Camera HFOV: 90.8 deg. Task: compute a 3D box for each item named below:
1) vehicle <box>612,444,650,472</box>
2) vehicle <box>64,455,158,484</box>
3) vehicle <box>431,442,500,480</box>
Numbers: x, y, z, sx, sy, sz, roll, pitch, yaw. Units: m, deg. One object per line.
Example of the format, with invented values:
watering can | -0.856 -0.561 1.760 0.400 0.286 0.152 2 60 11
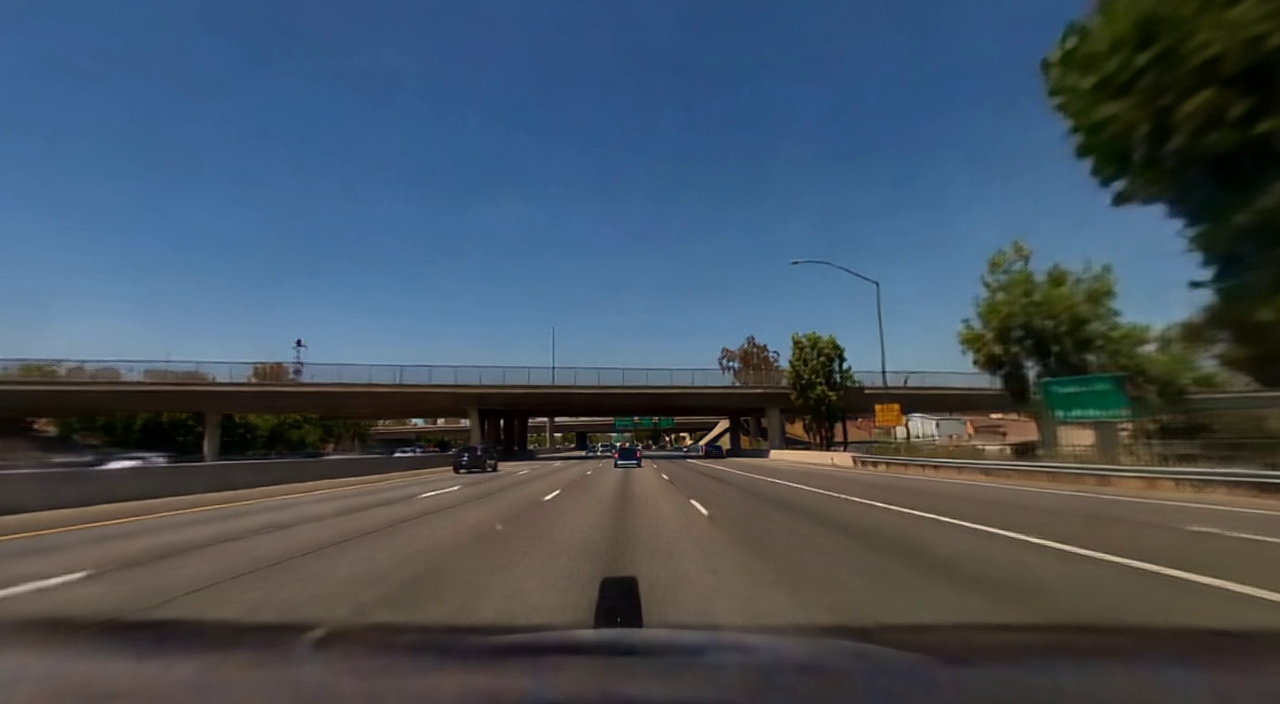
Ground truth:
vehicle | -0.534 5.825 34.949 2.012 1.471 4.059 0 -9 -2
vehicle | -34.918 7.764 41.908 2.037 1.705 4.919 0 -8 -1
vehicle | -7.833 4.937 28.873 1.957 1.554 4.350 0 -9 -1
